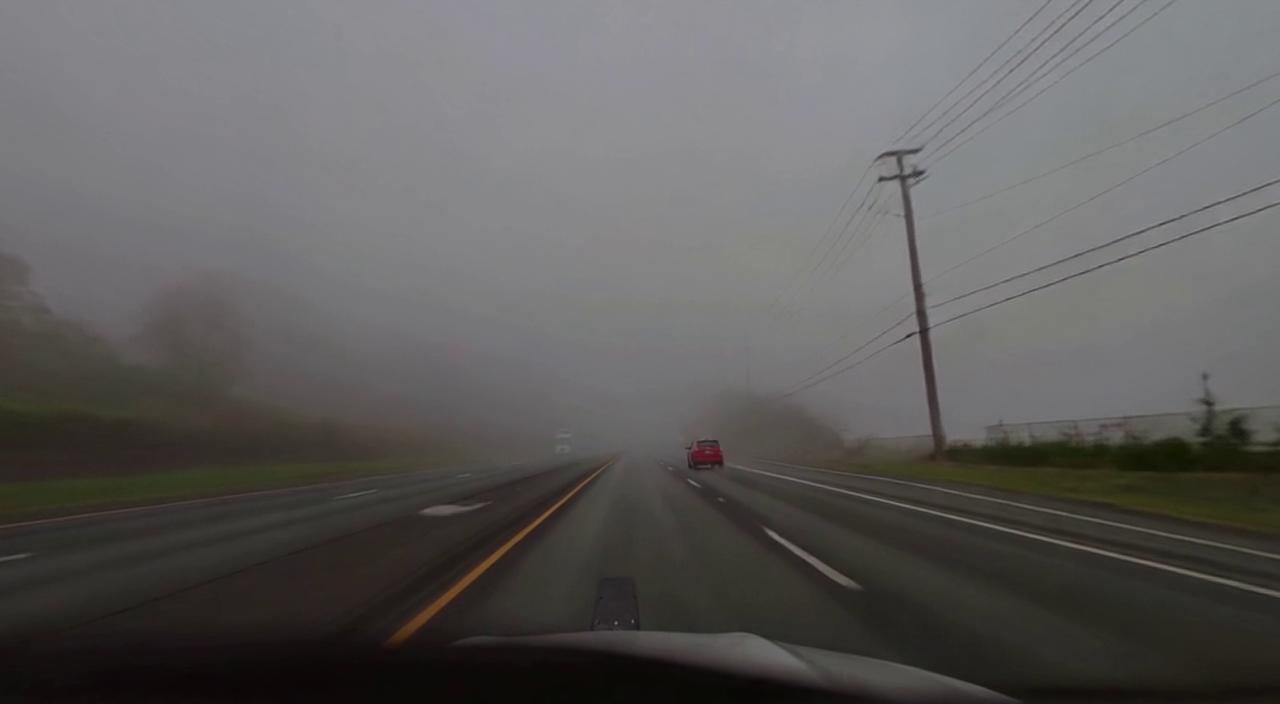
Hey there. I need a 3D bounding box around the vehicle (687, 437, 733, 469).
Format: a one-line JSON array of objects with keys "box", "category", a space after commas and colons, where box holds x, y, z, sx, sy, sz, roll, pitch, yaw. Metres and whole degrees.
[{"box": [3.671, 5.379, 33.799, 1.977, 1.581, 4.428, -1, -8, 0], "category": "vehicle"}]
